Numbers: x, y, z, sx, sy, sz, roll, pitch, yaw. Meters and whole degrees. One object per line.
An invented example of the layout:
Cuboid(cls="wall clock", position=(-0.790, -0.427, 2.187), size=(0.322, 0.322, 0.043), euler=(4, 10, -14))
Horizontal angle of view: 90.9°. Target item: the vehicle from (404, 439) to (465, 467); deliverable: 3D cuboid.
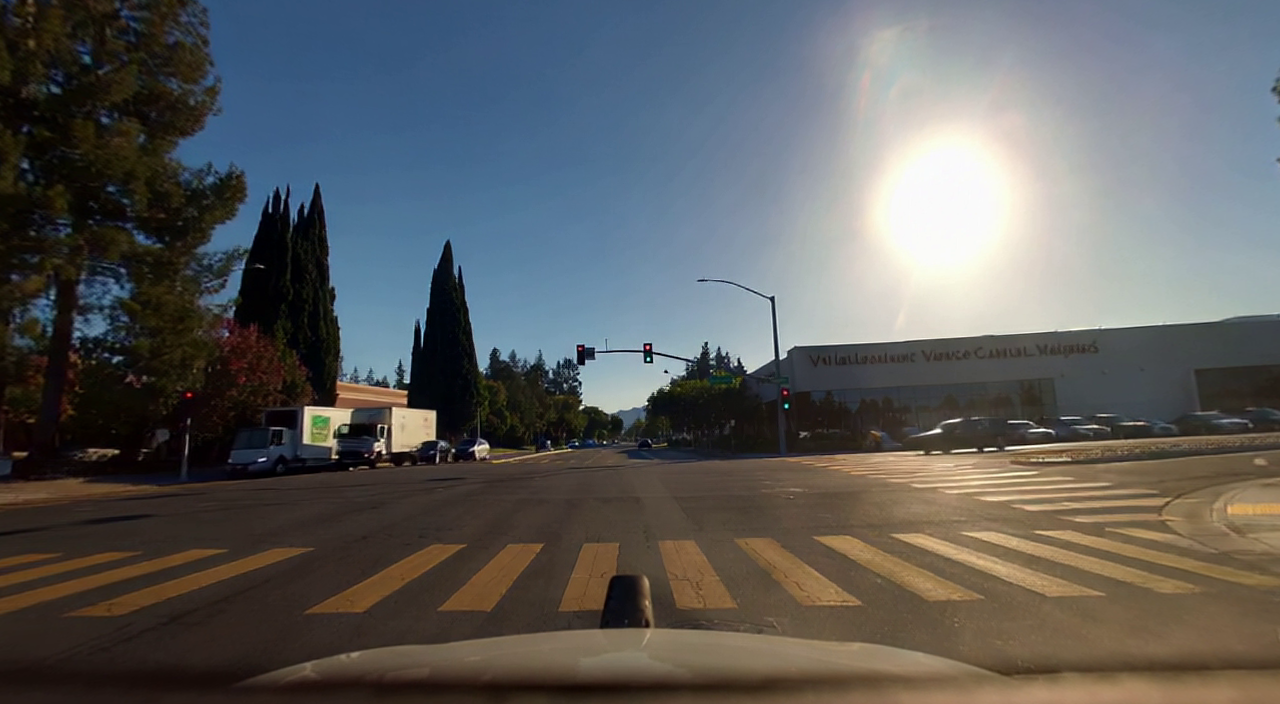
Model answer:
Cuboid(cls="vehicle", position=(-12.074, 5.964, 37.387), size=(1.996, 1.482, 4.772), euler=(0, -8, 0))

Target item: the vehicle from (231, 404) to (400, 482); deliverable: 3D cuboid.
Cuboid(cls="vehicle", position=(-16.578, 4.863, 33.667), size=(3.161, 3.455, 11.058), euler=(0, -8, 0))

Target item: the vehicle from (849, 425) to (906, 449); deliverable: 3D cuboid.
Cuboid(cls="vehicle", position=(17.343, 6.235, 46.180), size=(3.329, 1.415, 1.821), euler=(-6, -9, 2))

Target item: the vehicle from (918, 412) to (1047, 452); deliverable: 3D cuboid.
Cuboid(cls="vehicle", position=(15.124, 3.568, 27.999), size=(4.566, 1.670, 2.000), euler=(0, -8, -3))

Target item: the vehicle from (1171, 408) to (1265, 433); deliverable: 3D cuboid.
Cuboid(cls="vehicle", position=(38.319, 4.620, 41.966), size=(1.715, 1.480, 4.701), euler=(0, -8, -1))

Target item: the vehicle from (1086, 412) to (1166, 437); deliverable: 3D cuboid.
Cuboid(cls="vehicle", position=(31.361, 4.737, 40.838), size=(1.823, 1.480, 4.003), euler=(0, -8, -4))
